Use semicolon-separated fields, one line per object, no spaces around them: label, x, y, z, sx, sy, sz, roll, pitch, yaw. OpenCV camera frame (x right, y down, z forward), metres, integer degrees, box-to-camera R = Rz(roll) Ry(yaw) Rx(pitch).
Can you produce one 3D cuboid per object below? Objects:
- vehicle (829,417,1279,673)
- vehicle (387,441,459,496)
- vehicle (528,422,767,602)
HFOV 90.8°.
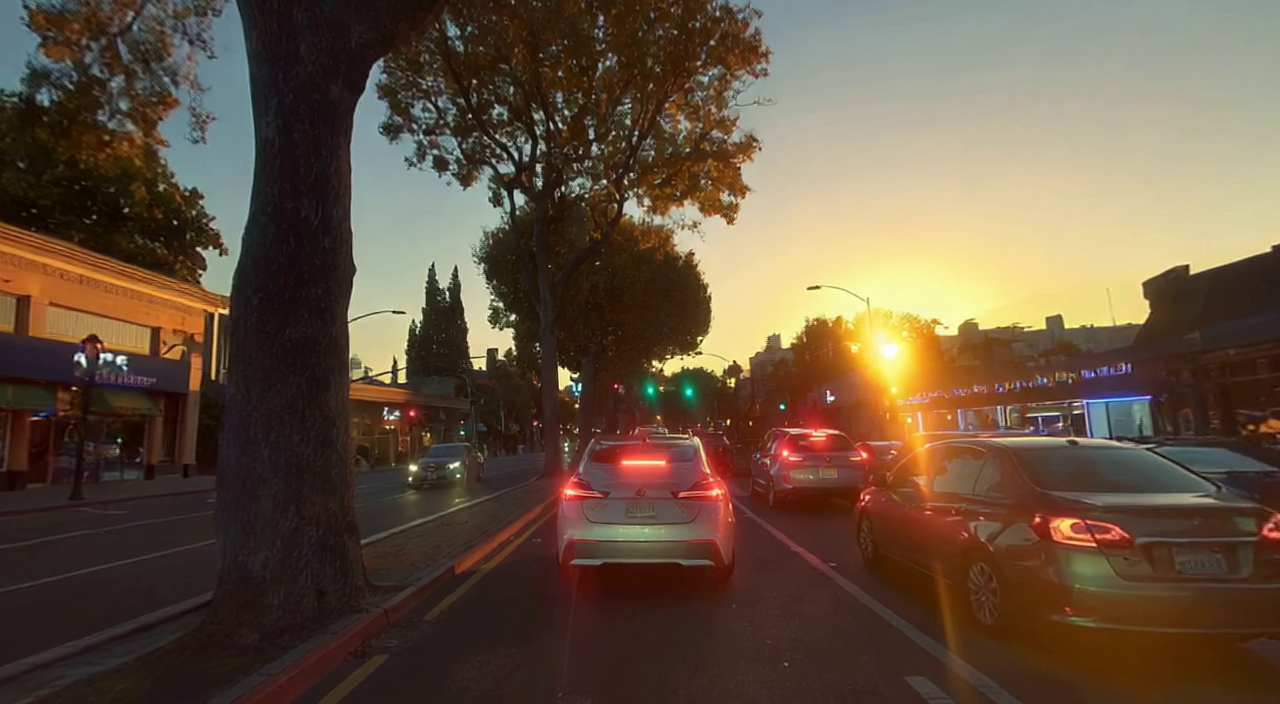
vehicle;3.395;1.447;5.859;1.988;1.480;4.195;0;-9;0
vehicle;-6.886;3.670;20.394;1.898;1.542;4.689;2;-9;-16
vehicle;0.042;1.618;7.154;2.006;1.487;3.535;0;-9;-1
